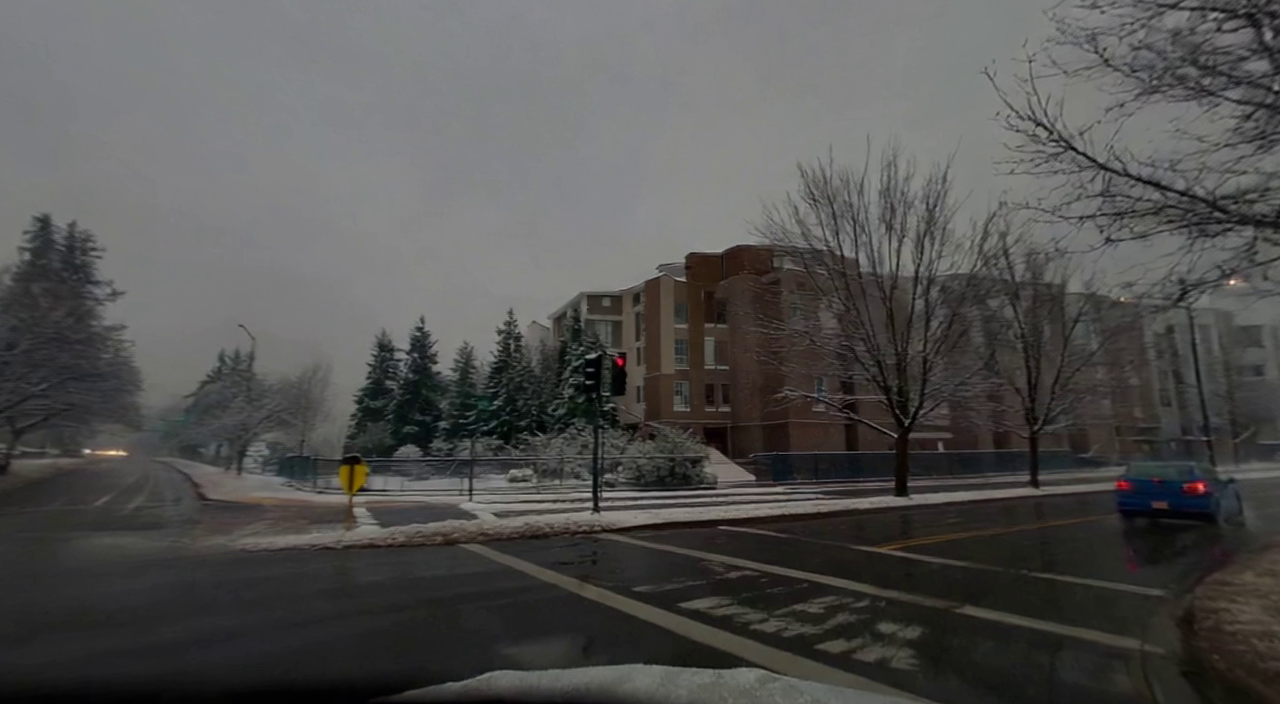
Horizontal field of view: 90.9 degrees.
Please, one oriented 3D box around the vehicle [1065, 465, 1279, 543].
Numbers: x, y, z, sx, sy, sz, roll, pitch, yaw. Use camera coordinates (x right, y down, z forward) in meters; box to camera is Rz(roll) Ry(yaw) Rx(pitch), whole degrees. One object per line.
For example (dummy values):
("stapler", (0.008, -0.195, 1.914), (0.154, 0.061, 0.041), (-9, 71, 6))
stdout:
("vehicle", (10.940, 2.930, 12.604), (5.282, 1.250, 1.972), (7, -12, -32))
